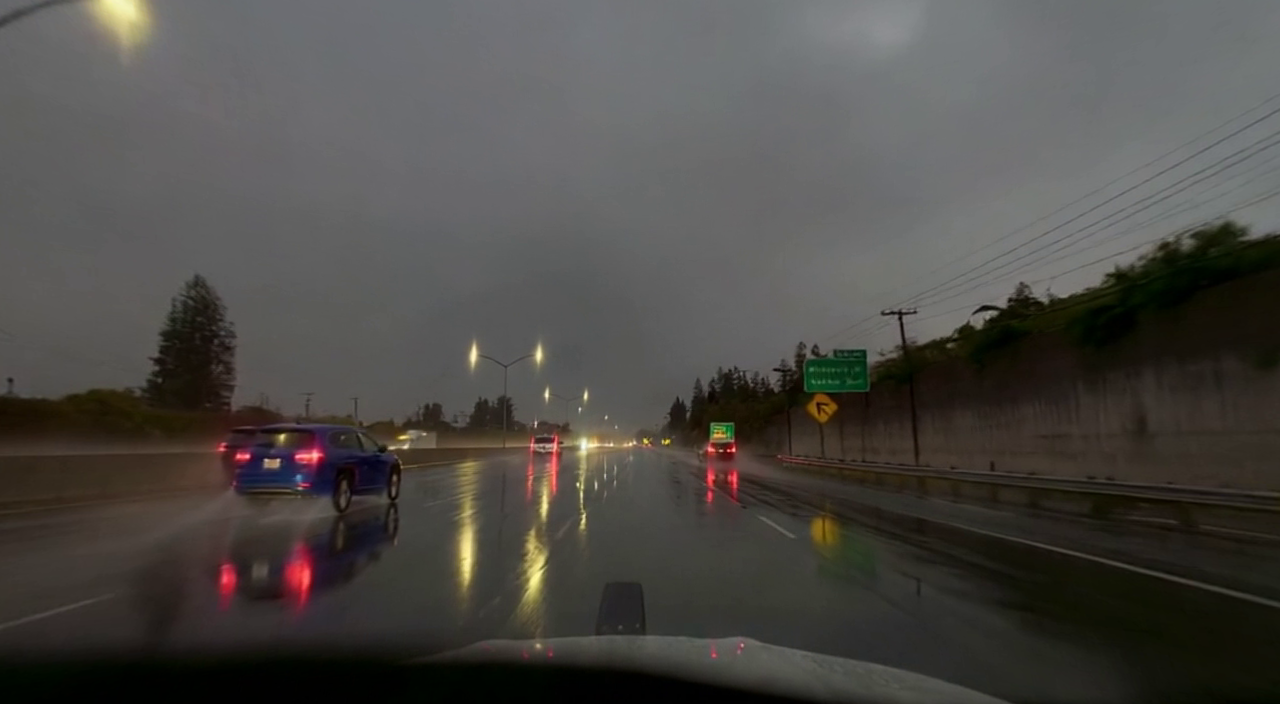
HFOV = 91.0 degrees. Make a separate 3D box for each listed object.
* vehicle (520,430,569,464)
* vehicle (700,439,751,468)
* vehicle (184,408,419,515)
[{"bbox_3d":[-5.888,5.970,39.559,2.255,1.934,4.868,0,-9,1],"label":"vehicle"},{"bbox_3d":[4.717,5.677,35.334,2.251,1.520,4.550,0,-9,0],"label":"vehicle"},{"bbox_3d":[-6.293,2.118,12.521,2.058,1.698,4.567,0,-9,1],"label":"vehicle"}]
